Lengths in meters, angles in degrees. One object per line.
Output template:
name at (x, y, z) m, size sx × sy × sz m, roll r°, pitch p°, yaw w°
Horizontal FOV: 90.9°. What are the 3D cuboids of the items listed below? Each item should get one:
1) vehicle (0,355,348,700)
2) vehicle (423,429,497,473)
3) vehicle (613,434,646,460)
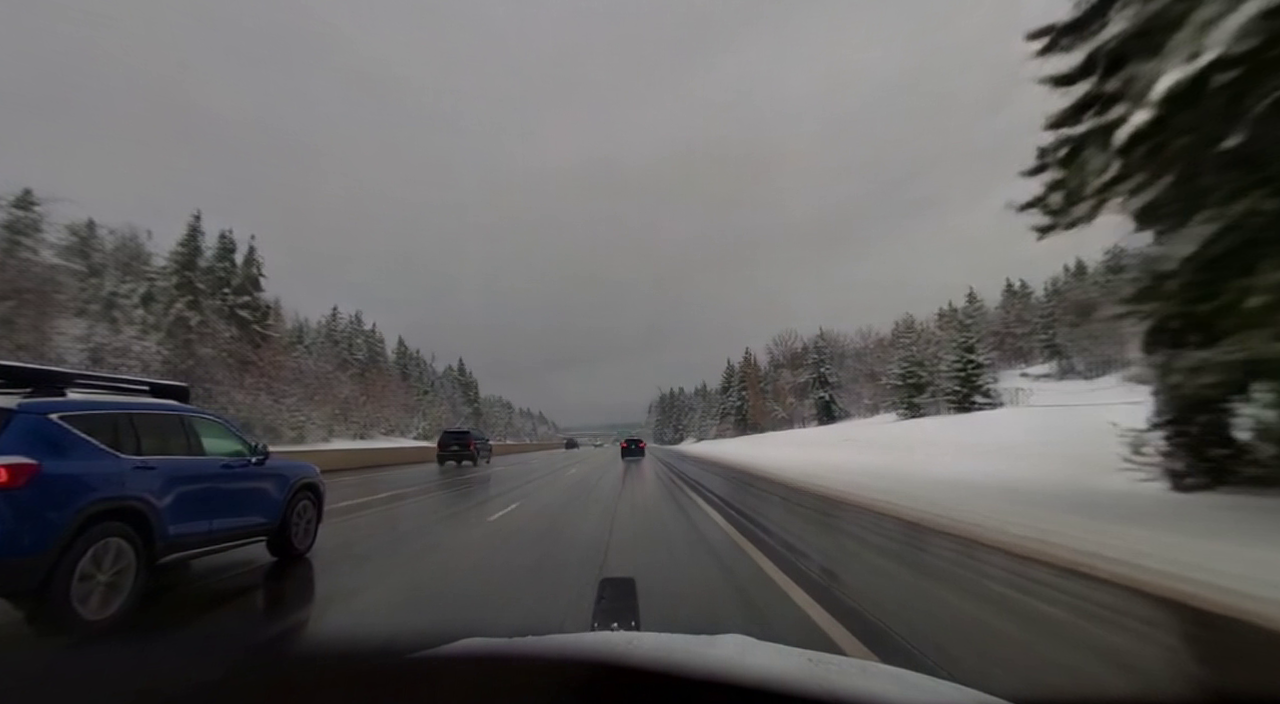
vehicle at (-4.320, 1.096, 4.712) m, size 2.069 × 1.748 × 4.652 m, roll 0°, pitch -8°, yaw -1°
vehicle at (-7.830, 4.324, 27.906) m, size 1.964 × 1.745 × 4.338 m, roll 0°, pitch -8°, yaw 0°
vehicle at (-0.703, 6.406, 42.858) m, size 2.178 × 1.658 × 3.916 m, roll 0°, pitch -8°, yaw -1°
